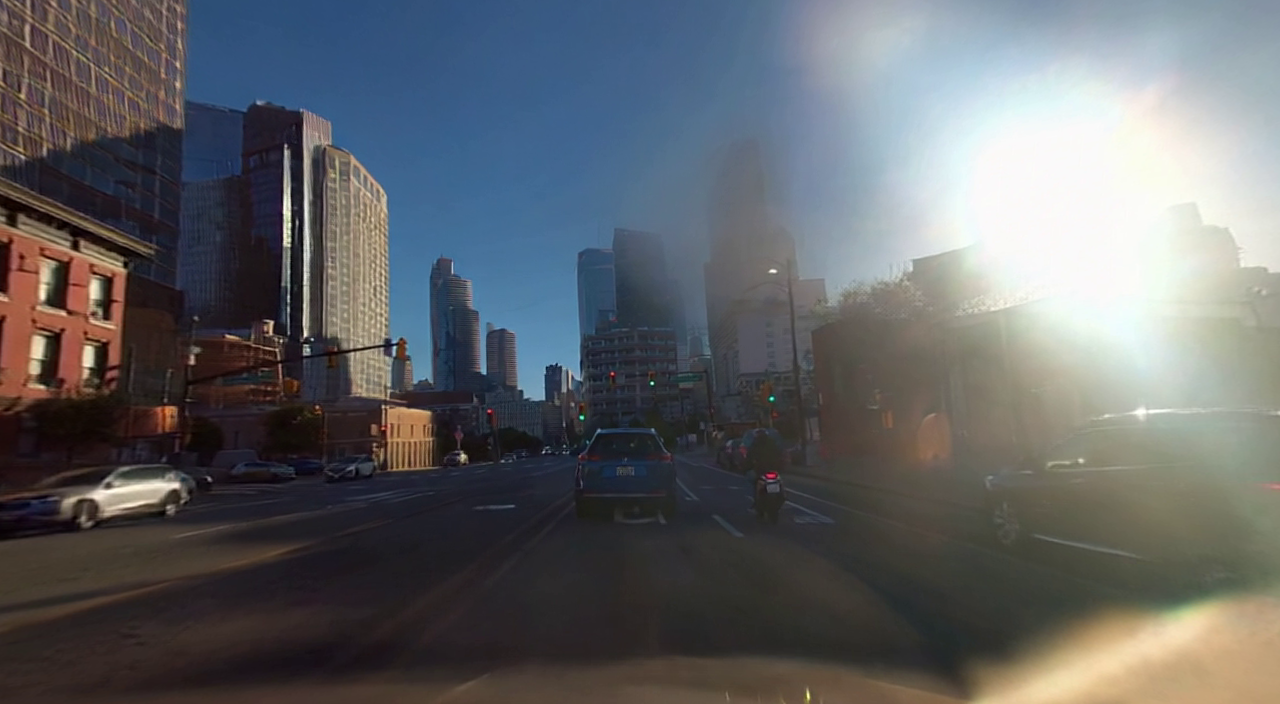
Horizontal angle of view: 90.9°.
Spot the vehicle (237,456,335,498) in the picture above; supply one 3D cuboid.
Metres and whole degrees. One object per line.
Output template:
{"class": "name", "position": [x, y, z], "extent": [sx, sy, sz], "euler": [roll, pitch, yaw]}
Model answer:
{"class": "vehicle", "position": [-18.190, 6.410, 32.793], "extent": [2.134, 1.915, 5.317], "euler": [0, -9, -2]}

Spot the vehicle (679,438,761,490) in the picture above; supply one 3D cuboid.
{"class": "vehicle", "position": [2.488, 3.631, 20.809], "extent": [2.101, 1.507, 4.355], "euler": [0, -9, -1]}

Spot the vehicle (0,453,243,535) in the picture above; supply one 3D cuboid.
{"class": "vehicle", "position": [-13.659, 3.691, 17.230], "extent": [2.142, 1.826, 5.471], "euler": [0, -9, -2]}

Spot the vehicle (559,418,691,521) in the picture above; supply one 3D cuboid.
{"class": "vehicle", "position": [-0.256, 2.355, 13.041], "extent": [2.265, 1.748, 4.130], "euler": [0, -9, 0]}

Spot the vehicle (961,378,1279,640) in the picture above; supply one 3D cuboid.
{"class": "vehicle", "position": [5.249, 1.299, 5.885], "extent": [2.030, 1.709, 4.687], "euler": [0, -9, 0]}

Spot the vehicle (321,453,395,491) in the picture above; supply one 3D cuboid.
{"class": "vehicle", "position": [-14.322, 6.096, 32.310], "extent": [1.926, 1.732, 4.635], "euler": [0, -9, -4]}
